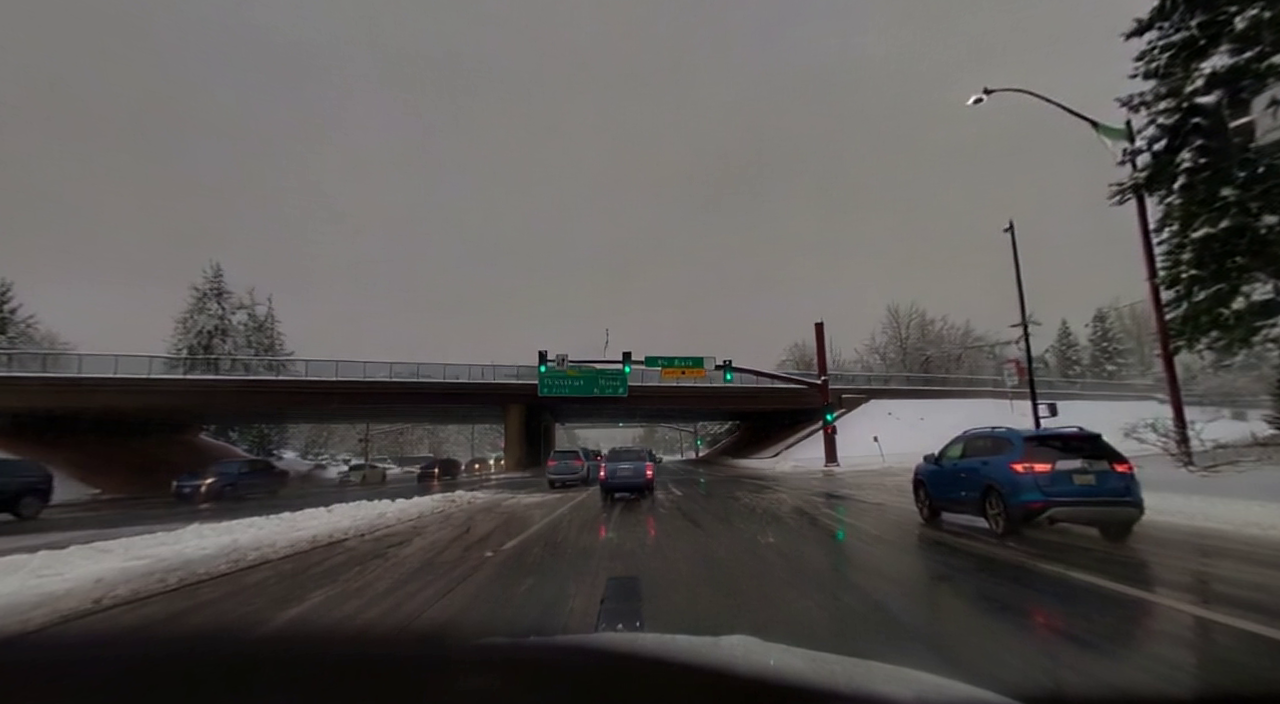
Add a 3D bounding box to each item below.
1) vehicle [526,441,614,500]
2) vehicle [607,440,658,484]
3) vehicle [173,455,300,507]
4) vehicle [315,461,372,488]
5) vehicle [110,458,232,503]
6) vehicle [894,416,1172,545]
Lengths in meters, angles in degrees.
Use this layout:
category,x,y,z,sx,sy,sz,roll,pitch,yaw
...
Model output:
category,x,y,z,sx,sy,sz,roll,pitch,yaw
vehicle,-2.272,3.998,21.840,2.060,1.768,4.681,-1,-8,6
vehicle,-0.314,5.464,31.803,2.342,2.026,4.642,0,-8,1
vehicle,-15.962,5.081,25.385,2.007,1.730,4.774,-1,-8,-1
vehicle,-19.712,8.139,42.198,1.857,1.534,4.221,0,-8,-1
vehicle,-23.298,6.351,31.714,2.039,1.965,5.291,0,-8,0
vehicle,6.426,2.129,11.120,2.074,1.785,4.320,0,-8,0
